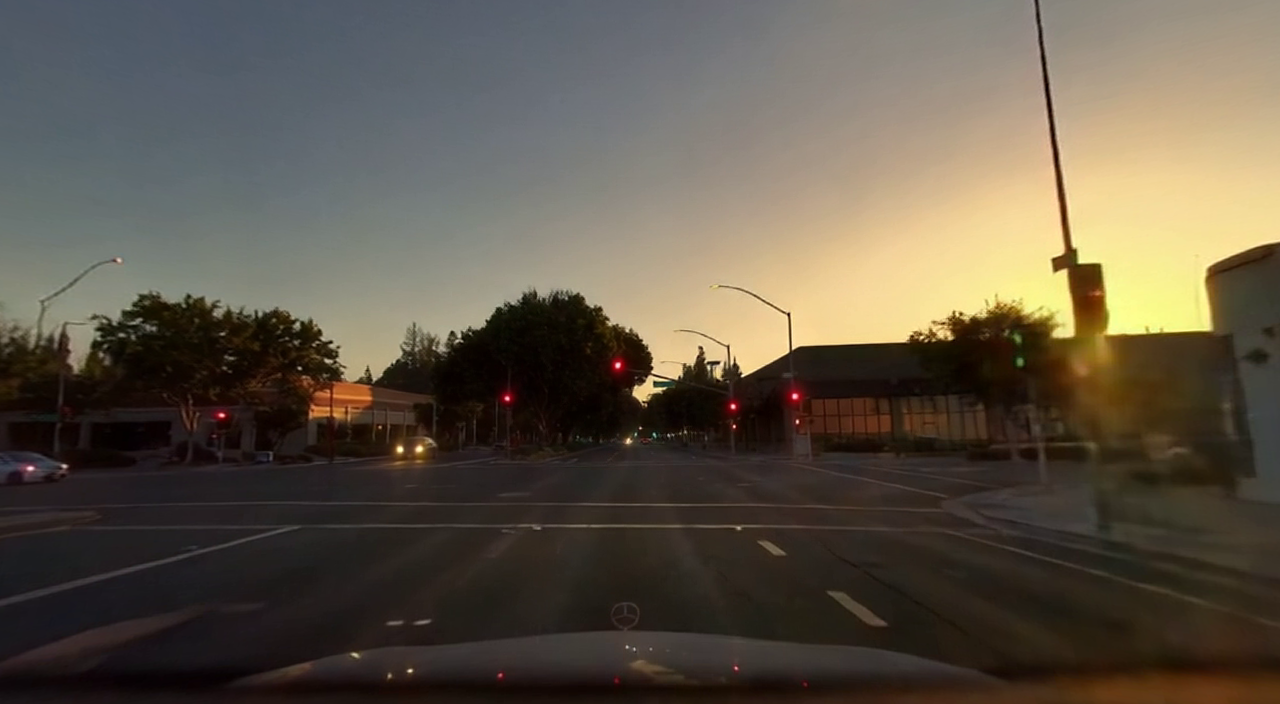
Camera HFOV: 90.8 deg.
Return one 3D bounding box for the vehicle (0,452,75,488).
[{"bbox_3d":[-27.772,5.108,27.496,4.500,1.465,1.936,0,-8,1],"label":"vehicle"}]
